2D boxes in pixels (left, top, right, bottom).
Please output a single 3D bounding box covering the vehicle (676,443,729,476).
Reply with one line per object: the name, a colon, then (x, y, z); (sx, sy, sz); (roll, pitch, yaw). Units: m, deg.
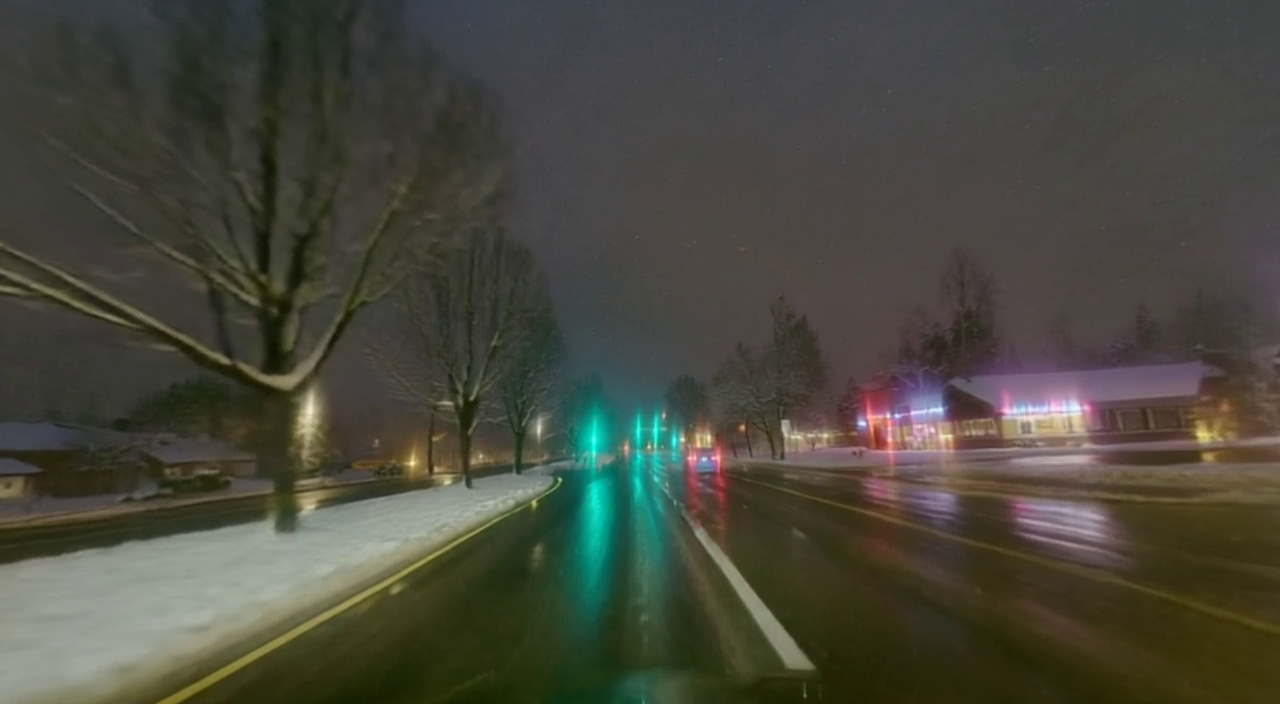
vehicle: (2.835, 4.997, 29.636); (1.929, 1.411, 4.284); (0, -8, -1)
